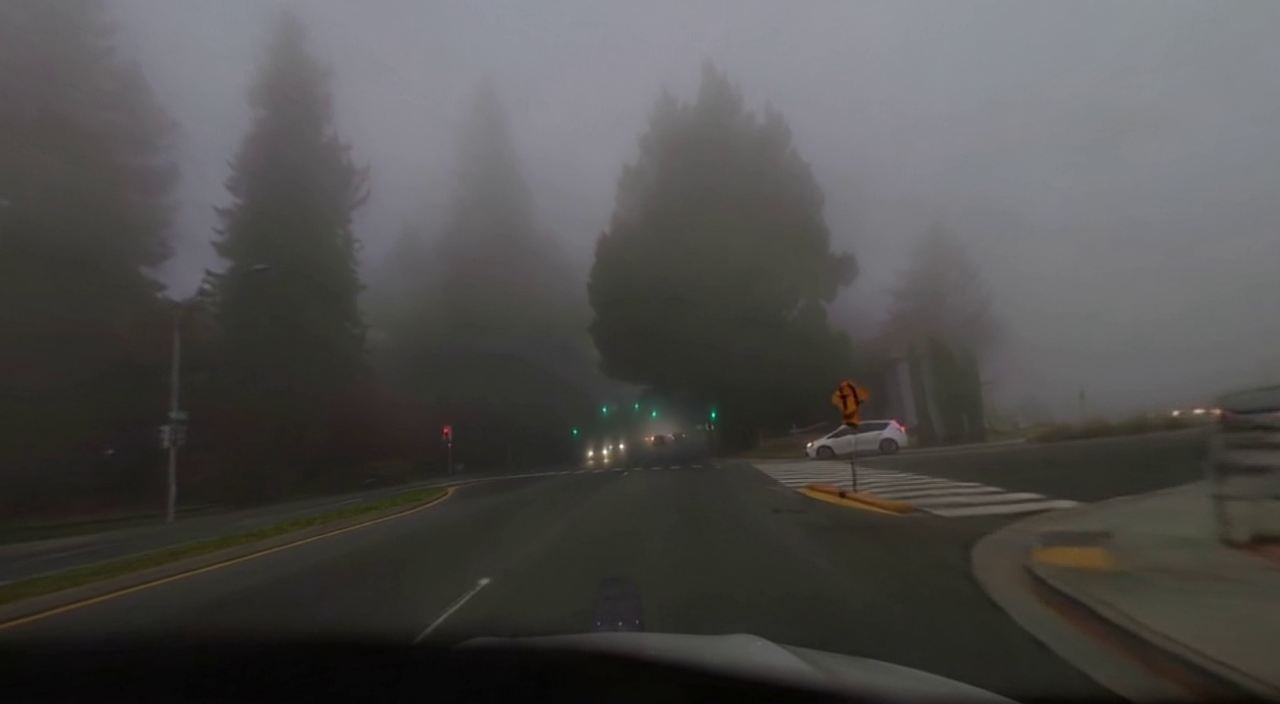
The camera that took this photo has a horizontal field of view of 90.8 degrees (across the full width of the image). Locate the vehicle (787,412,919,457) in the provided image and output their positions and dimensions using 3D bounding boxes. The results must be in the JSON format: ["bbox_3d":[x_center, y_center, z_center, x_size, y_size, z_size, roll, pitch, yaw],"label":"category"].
[{"bbox_3d":[8.736,3.466,26.203,4.906,1.729,2.414,-3,-9,18],"label":"vehicle"}]

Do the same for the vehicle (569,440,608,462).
[{"bbox_3d":[-3.652,7.143,45.616,2.078,1.467,4.376,-1,-8,5],"label":"vehicle"}]
